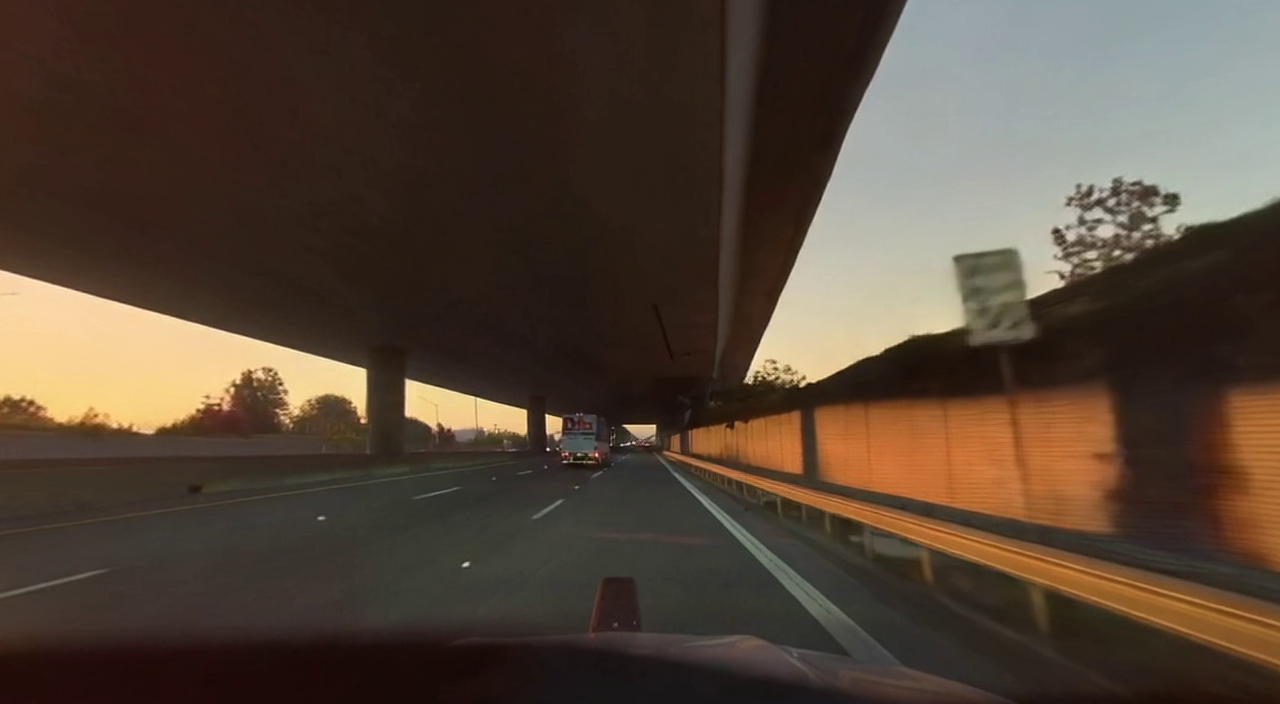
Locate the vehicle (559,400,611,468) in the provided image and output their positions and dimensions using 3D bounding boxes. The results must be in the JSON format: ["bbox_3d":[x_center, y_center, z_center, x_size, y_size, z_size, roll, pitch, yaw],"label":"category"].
[{"bbox_3d":[-3.633,5.720,43.680,2.796,4.184,8.554,0,-8,0],"label":"vehicle"}]
